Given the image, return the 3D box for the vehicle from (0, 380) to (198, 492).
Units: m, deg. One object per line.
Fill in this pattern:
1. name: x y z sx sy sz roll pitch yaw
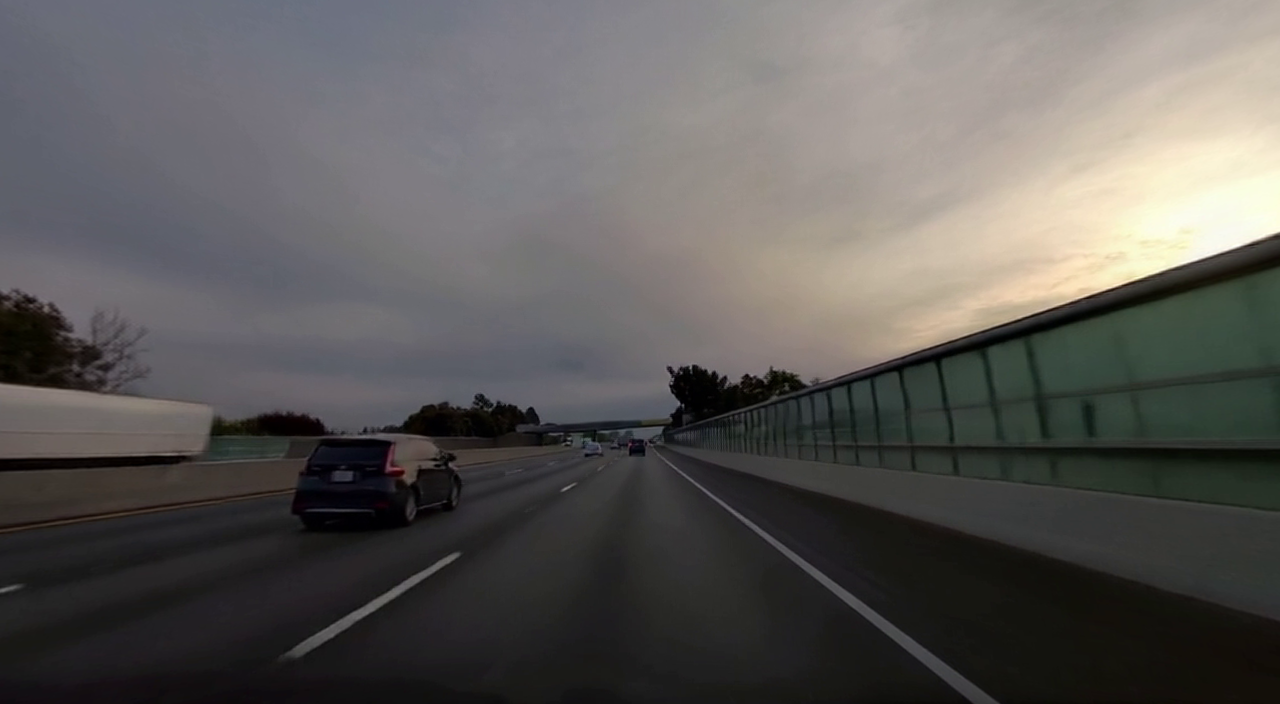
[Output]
1. vehicle: -24.669 3.499 25.768 2.898 4.038 13.949 0 -8 0

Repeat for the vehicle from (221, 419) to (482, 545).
1. vehicle: -4.113 1.926 9.959 2.059 1.541 4.296 0 -8 0
